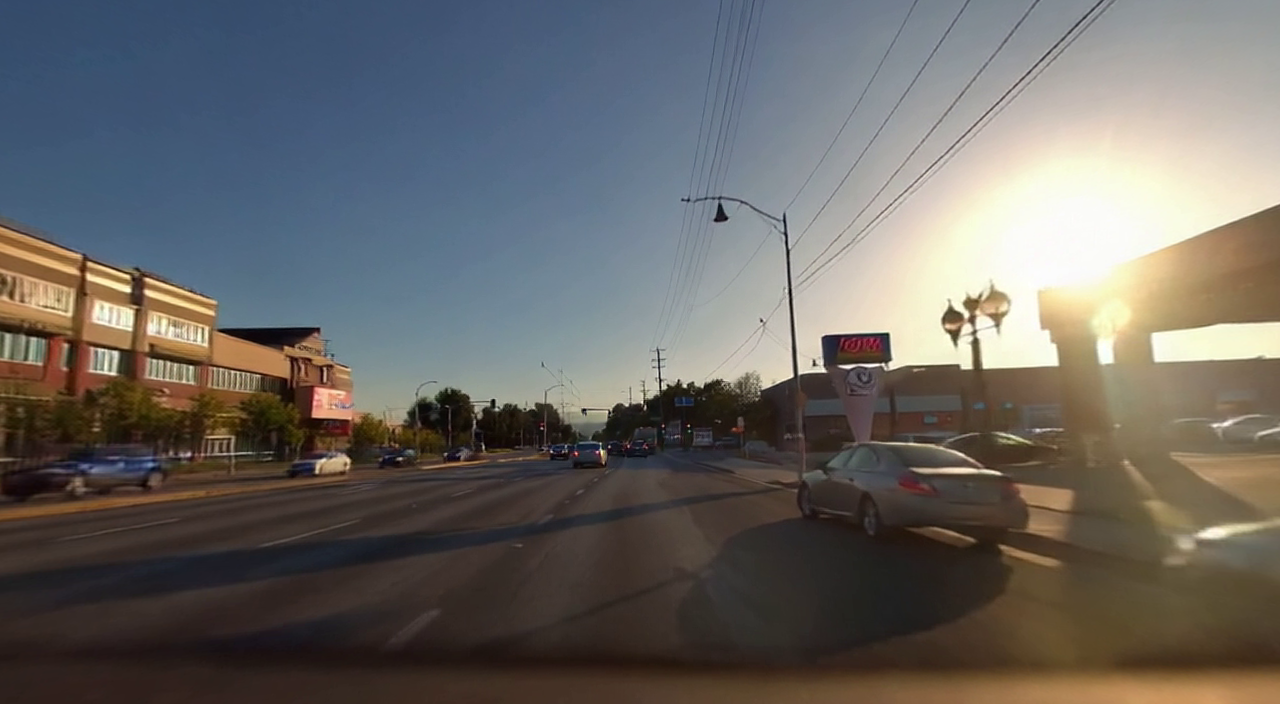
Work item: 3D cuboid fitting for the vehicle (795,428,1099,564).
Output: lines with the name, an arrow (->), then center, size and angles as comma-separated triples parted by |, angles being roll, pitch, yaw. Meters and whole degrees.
vehicle -> 3.971, 1.946, 9.347 | 2.085, 1.479, 4.633 | 0, -9, -1

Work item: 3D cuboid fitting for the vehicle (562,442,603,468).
vehicle -> -3.522, 6.437, 39.681 | 2.179, 1.490, 4.742 | 0, -9, 0

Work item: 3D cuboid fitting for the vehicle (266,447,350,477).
vehicle -> -18.427, 6.104, 35.347 | 2.151, 1.495, 4.703 | 0, -9, 0

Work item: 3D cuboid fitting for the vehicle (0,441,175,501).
vehicle -> -17.692, 3.706, 20.124 | 2.102, 1.679, 4.690 | 0, -9, 0

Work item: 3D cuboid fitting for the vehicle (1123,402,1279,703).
vehicle -> 3.895, 0.748, 1.334 | 1.922, 1.507, 4.824 | 0, -9, 0
